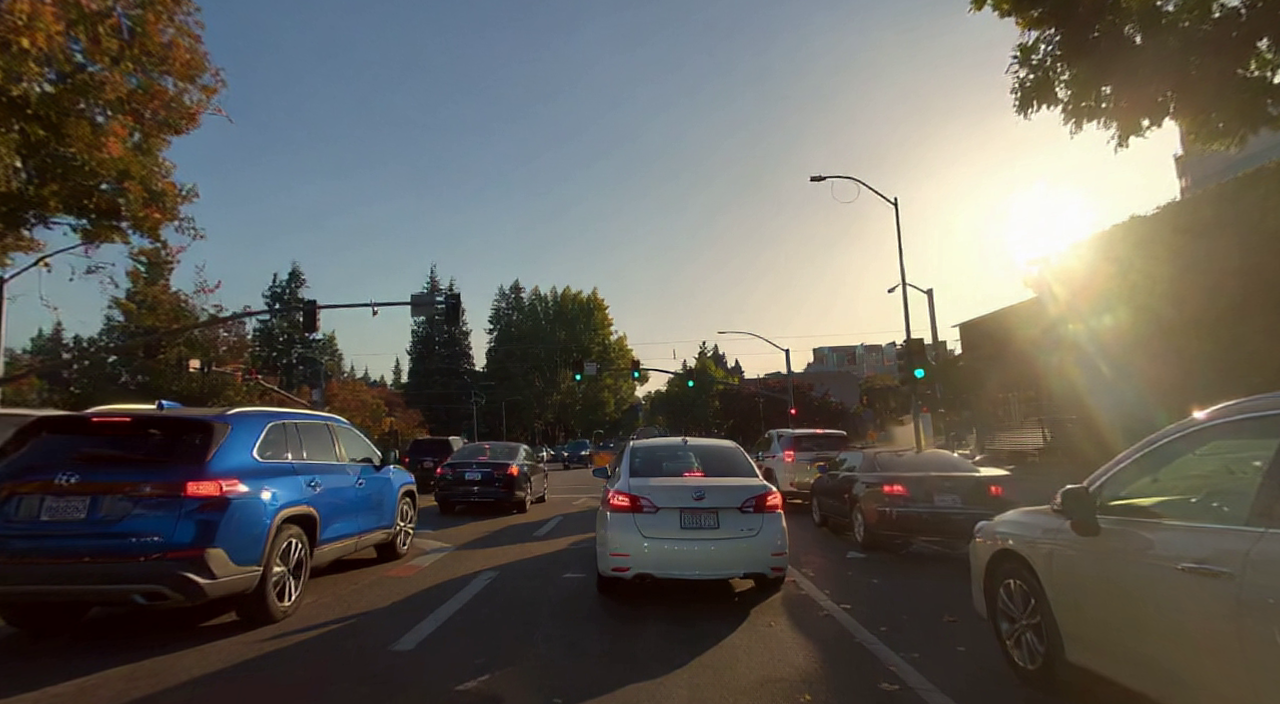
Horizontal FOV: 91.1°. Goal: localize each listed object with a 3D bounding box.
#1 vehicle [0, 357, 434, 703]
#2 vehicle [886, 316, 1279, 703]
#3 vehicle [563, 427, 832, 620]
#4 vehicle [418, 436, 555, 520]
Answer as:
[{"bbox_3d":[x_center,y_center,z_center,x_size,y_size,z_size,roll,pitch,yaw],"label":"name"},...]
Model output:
[{"bbox_3d":[-3.448,1.217,5.263,1.889,1.767,4.289,0,-8,1],"label":"vehicle"},{"bbox_3d":[3.045,0.913,3.047,1.880,1.747,4.500,0,-8,0],"label":"vehicle"},{"bbox_3d":[0.435,1.609,6.836,2.051,1.460,3.932,0,-8,0],"label":"vehicle"},{"bbox_3d":[-3.071,2.598,13.489,1.868,1.516,4.114,0,-8,1],"label":"vehicle"}]
